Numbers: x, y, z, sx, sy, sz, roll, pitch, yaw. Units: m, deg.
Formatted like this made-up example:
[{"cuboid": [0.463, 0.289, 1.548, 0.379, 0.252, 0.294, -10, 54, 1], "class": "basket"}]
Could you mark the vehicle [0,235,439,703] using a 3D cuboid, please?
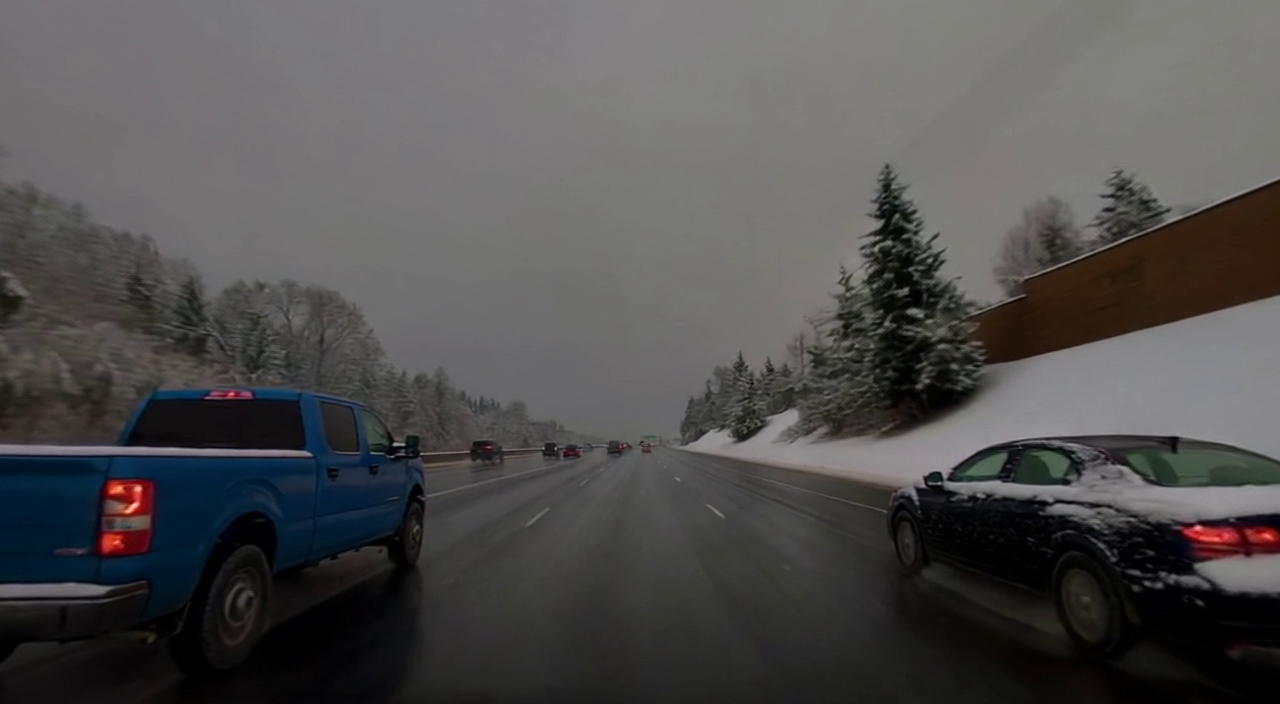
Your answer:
[{"cuboid": [-3.620, 0.913, 4.251, 2.483, 2.100, 6.208, 0, -9, 0], "class": "vehicle"}]

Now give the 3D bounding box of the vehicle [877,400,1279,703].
[{"cuboid": [3.725, 1.268, 4.673, 2.047, 1.524, 4.619, 0, -9, -1], "class": "vehicle"}]

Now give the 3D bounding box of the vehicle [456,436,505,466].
[{"cuboid": [-10.729, 6.684, 42.871, 2.012, 1.875, 4.895, 0, -9, 1], "class": "vehicle"}]
